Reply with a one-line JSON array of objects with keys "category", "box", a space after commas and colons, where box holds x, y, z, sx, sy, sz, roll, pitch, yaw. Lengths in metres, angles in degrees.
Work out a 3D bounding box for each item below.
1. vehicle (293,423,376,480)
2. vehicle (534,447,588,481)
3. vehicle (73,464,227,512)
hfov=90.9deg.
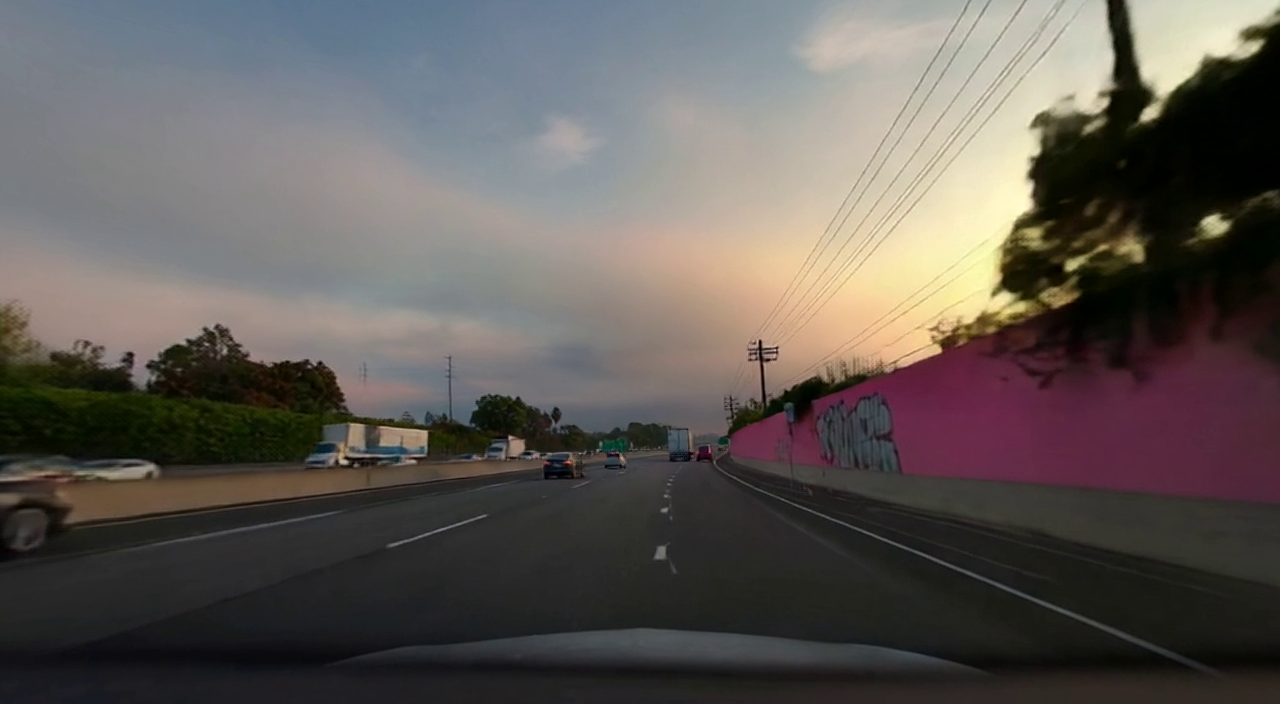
[{"category": "vehicle", "box": [-23.118, 7.587, 48.101, 2.936, 3.968, 5.865, -1, -9, 5]}, {"category": "vehicle", "box": [-3.840, 5.516, 31.218, 1.966, 1.565, 3.766, -1, -9, 4]}, {"category": "vehicle", "box": [-16.583, 4.593, 21.590, 2.350, 1.381, 3.448, -1, -9, 4]}]
